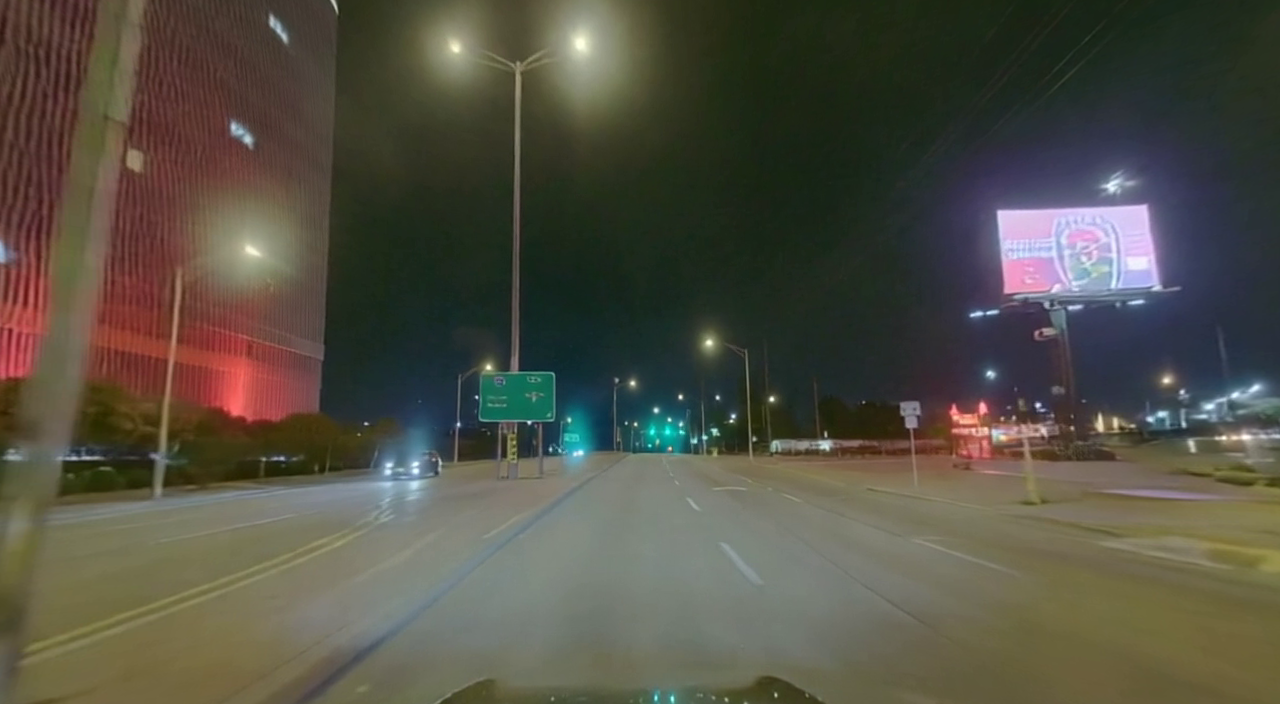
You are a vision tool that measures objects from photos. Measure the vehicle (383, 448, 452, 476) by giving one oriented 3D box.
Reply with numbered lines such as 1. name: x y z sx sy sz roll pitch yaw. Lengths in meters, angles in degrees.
1. vehicle: -12.964 6.415 37.198 2.132 1.522 4.646 -1 -9 3
